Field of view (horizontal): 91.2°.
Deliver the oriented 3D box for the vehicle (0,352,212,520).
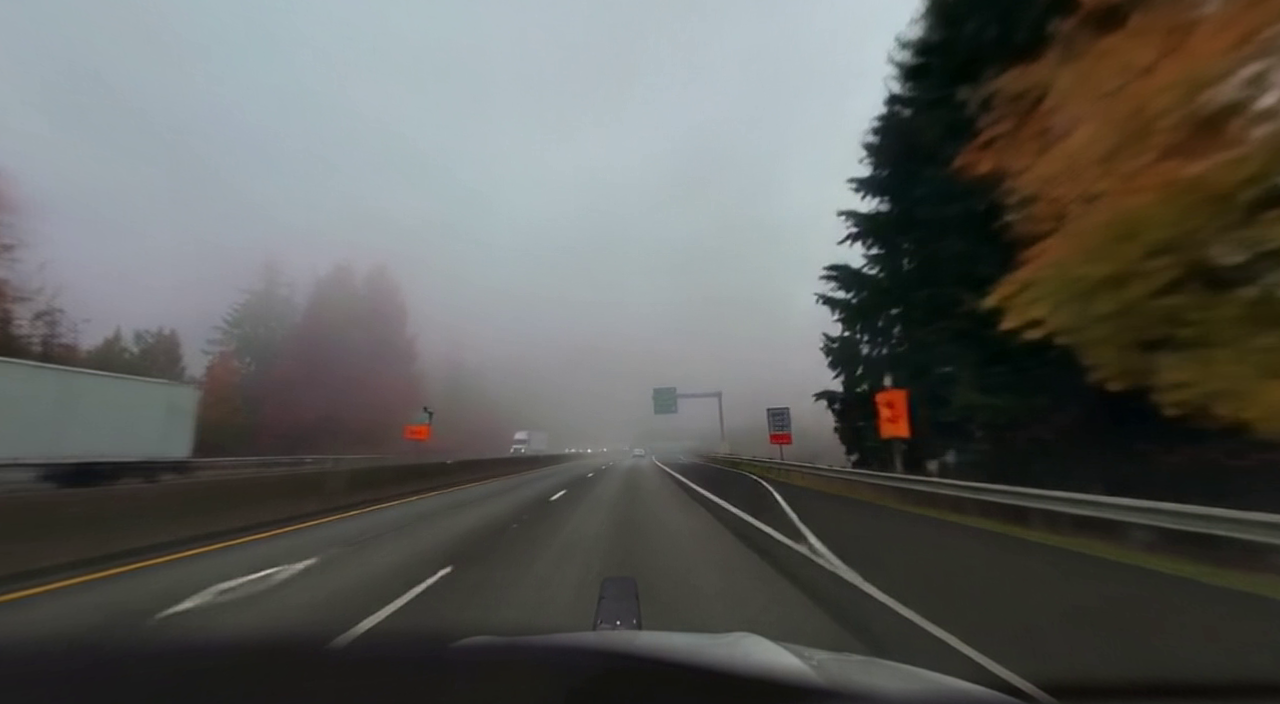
[{"bbox_3d":[-17.010,2.554,18.457,2.926,4.018,8.294,0,-9,-1],"label":"vehicle"}]
